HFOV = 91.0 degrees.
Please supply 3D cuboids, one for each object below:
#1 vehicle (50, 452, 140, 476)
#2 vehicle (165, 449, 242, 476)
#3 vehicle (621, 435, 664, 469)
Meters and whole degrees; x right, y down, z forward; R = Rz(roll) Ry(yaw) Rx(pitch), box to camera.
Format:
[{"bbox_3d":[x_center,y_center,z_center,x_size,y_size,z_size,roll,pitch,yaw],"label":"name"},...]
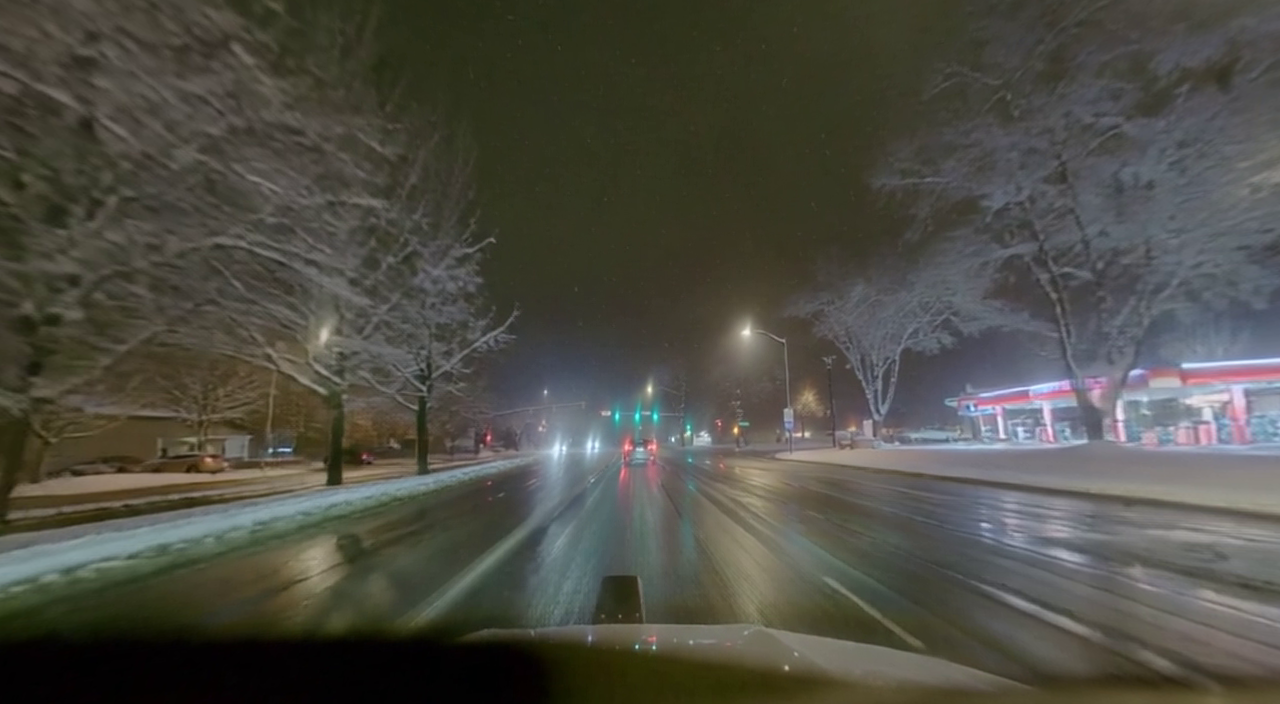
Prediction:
[{"bbox_3d":[-38.264,7.868,44.316,4.469,1.557,1.959,6,-11,-34],"label":"vehicle"},{"bbox_3d":[-28.646,7.197,41.287,4.749,1.666,1.859,-4,-10,25],"label":"vehicle"},{"bbox_3d":[0.114,5.406,34.150,2.213,1.715,4.242,0,-9,-1],"label":"vehicle"}]
